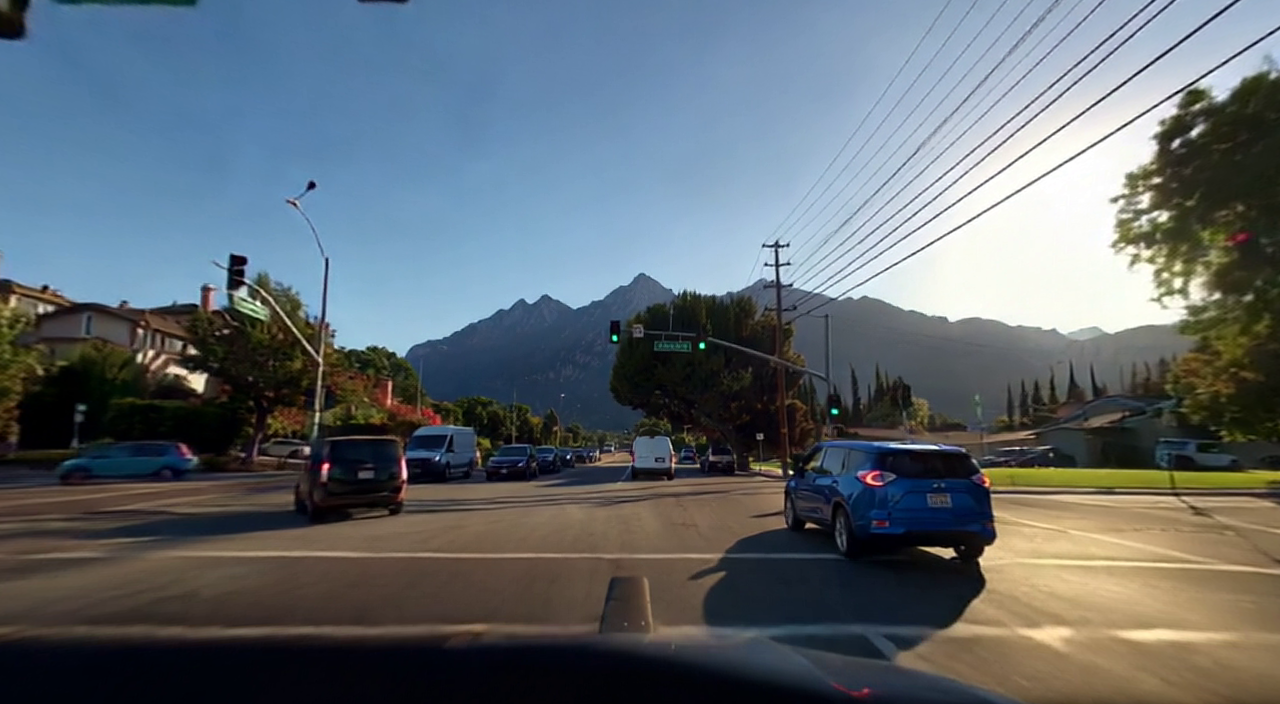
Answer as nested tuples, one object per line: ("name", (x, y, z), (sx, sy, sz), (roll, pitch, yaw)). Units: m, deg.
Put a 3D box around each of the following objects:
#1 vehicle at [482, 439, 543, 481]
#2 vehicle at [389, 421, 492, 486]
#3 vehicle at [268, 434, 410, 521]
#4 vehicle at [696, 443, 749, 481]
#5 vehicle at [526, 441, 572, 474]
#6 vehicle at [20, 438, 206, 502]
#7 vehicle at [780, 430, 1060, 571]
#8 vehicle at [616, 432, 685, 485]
("vehicle", (-5.916, 5.046, 29.792), (1.983, 1.801, 4.391), (0, -8, 0))
("vehicle", (-9.177, 4.748, 29.806), (2.725, 2.710, 6.304), (0, -8, 0))
("vehicle", (-7.405, 2.913, 15.271), (2.059, 1.749, 4.458), (7, -11, -38))
("vehicle", (3.868, 5.216, 30.207), (1.957, 1.646, 4.355), (0, -8, 0))
("vehicle", (-5.560, 6.510, 39.327), (1.993, 1.884, 5.481), (0, -8, 1))
("vehicle", (-16.823, 3.727, 20.224), (4.530, 1.864, 1.999), (-2, -9, 11))
("vehicle", (3.859, 2.114, 9.891), (2.155, 1.658, 4.721), (0, -8, -1))
("vehicle", (0.406, 4.436, 26.616), (2.636, 2.011, 5.130), (0, -8, 0))
